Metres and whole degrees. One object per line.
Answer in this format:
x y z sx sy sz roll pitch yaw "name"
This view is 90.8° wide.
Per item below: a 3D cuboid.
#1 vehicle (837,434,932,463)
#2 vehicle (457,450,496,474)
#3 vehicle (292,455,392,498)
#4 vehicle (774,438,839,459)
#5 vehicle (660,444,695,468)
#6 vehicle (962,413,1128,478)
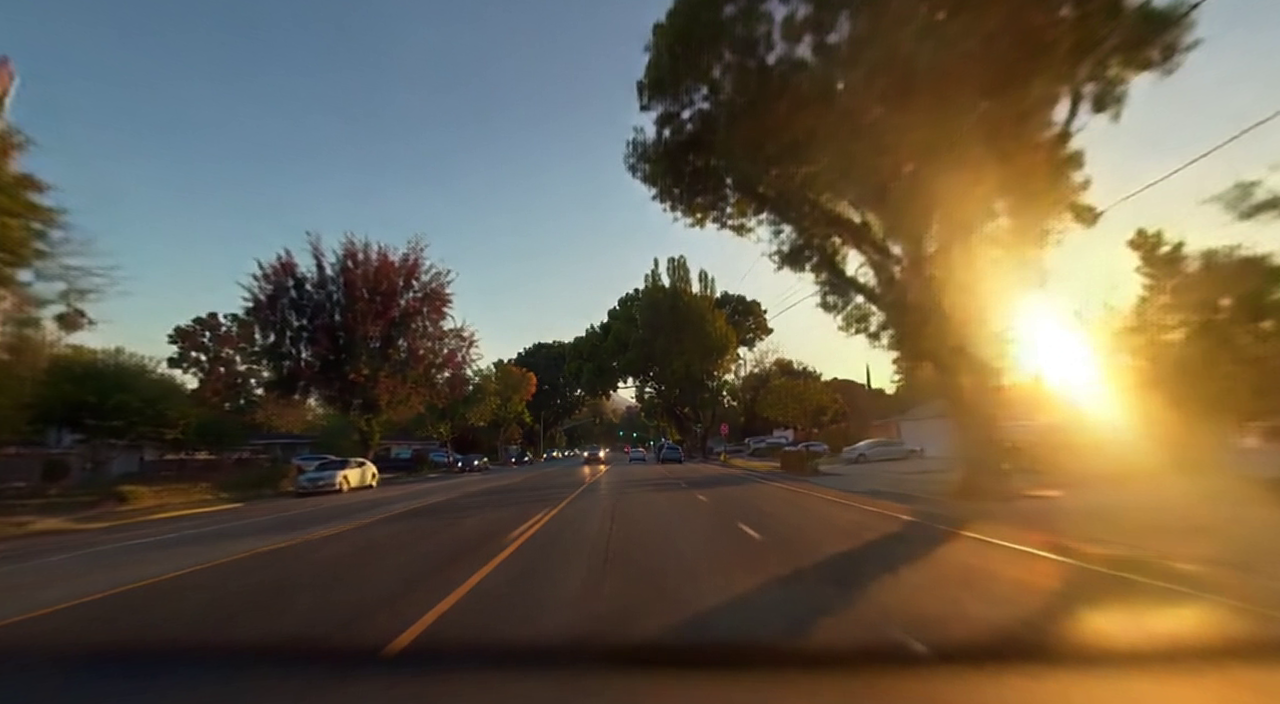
12.812 5.068 33.218 4.237 1.476 1.743 0 -9 0 "vehicle"
-12.330 8.307 48.002 1.822 1.699 4.791 0 -9 -2 "vehicle"
-11.634 4.856 25.015 1.851 1.459 4.295 0 -9 0 "vehicle"
12.140 7.066 46.232 4.183 1.516 1.884 0 -8 2 "vehicle"
2.574 7.289 44.348 1.983 1.557 4.078 0 -9 -3 "vehicle"
11.970 2.827 19.147 2.044 1.716 4.637 0 -9 2 "vehicle"
